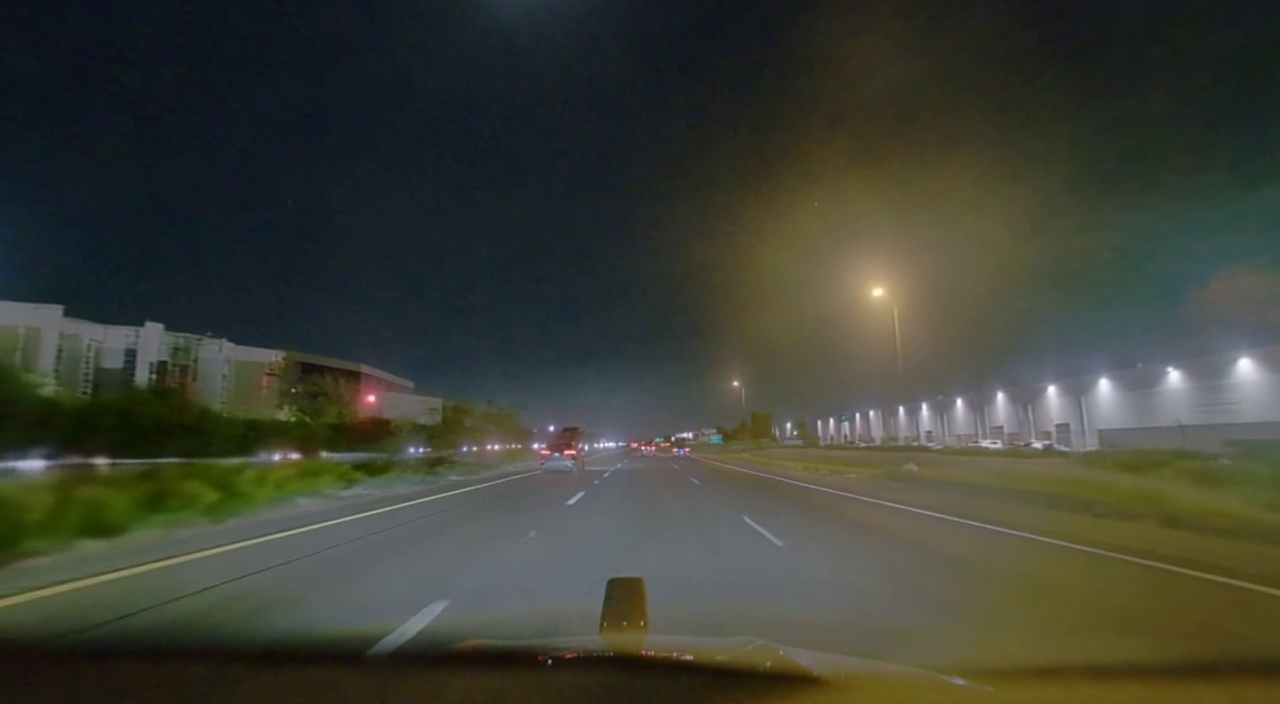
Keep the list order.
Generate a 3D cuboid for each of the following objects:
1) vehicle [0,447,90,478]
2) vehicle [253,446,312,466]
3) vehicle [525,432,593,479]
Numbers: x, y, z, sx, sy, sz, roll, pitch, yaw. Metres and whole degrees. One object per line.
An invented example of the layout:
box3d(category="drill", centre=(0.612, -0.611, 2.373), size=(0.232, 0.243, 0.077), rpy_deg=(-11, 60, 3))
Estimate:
box3d(category="vehicle", centre=(-32.099, 5.795, 33.350), size=(1.827, 1.459, 4.505), rpy_deg=(0, -9, 0))
box3d(category="vehicle", centre=(-27.882, 8.128, 49.364), size=(1.892, 1.460, 4.582), rpy_deg=(0, -9, 1))
box3d(category="vehicle", centre=(-3.417, 4.500, 27.616), size=(2.218, 1.850, 4.774), rpy_deg=(0, -9, 2))
